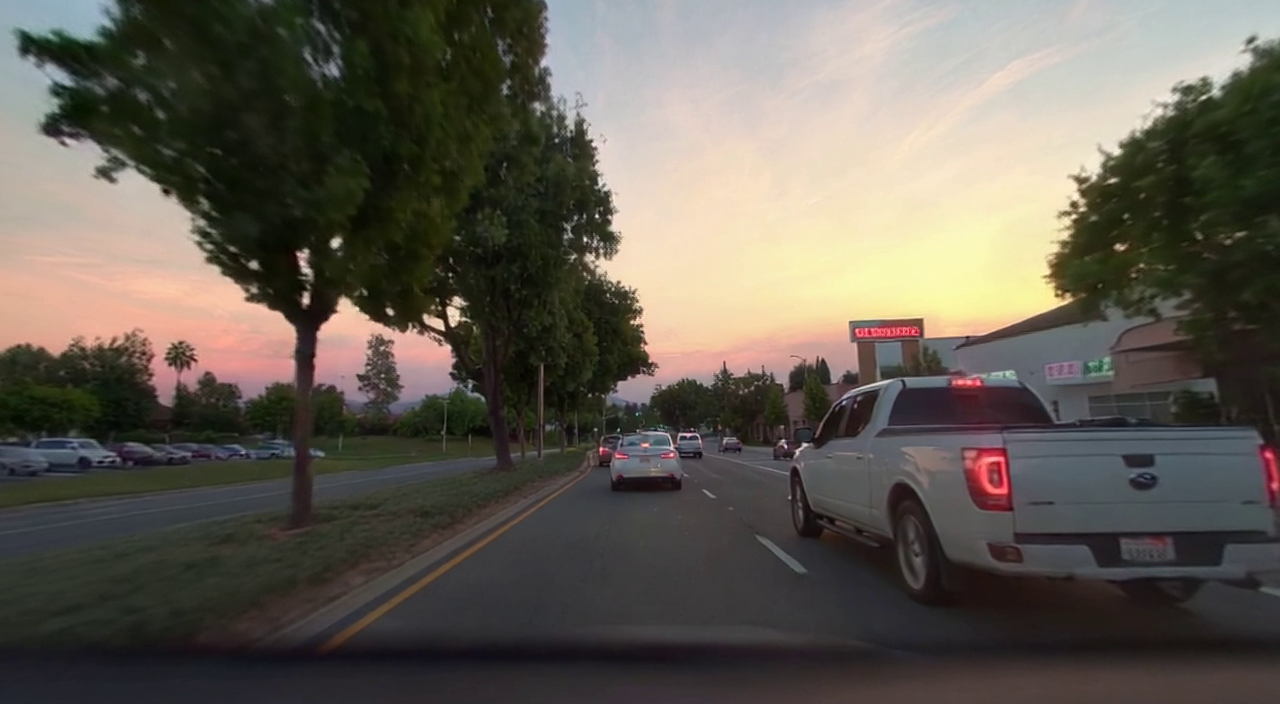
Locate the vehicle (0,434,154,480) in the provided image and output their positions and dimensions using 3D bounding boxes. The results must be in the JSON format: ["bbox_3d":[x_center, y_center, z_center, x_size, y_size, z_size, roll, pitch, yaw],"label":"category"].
[{"bbox_3d":[-32.204,5.975,35.994,2.664,2.215,7.903,-3,-9,-1],"label":"vehicle"}]

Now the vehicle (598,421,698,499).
[{"bbox_3d":[0.159,2.619,15.592,2.145,1.650,4.021,0,-8,0],"label":"vehicle"}]

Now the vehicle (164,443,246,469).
[{"bbox_3d":[-28.119,6.754,40.765,3.894,1.527,1.872,-1,-10,-1],"label":"vehicle"}]

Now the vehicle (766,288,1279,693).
[{"bbox_3d":[3.306,1.134,6.341,2.731,2.101,6.047,0,-8,-1],"label":"vehicle"}]
